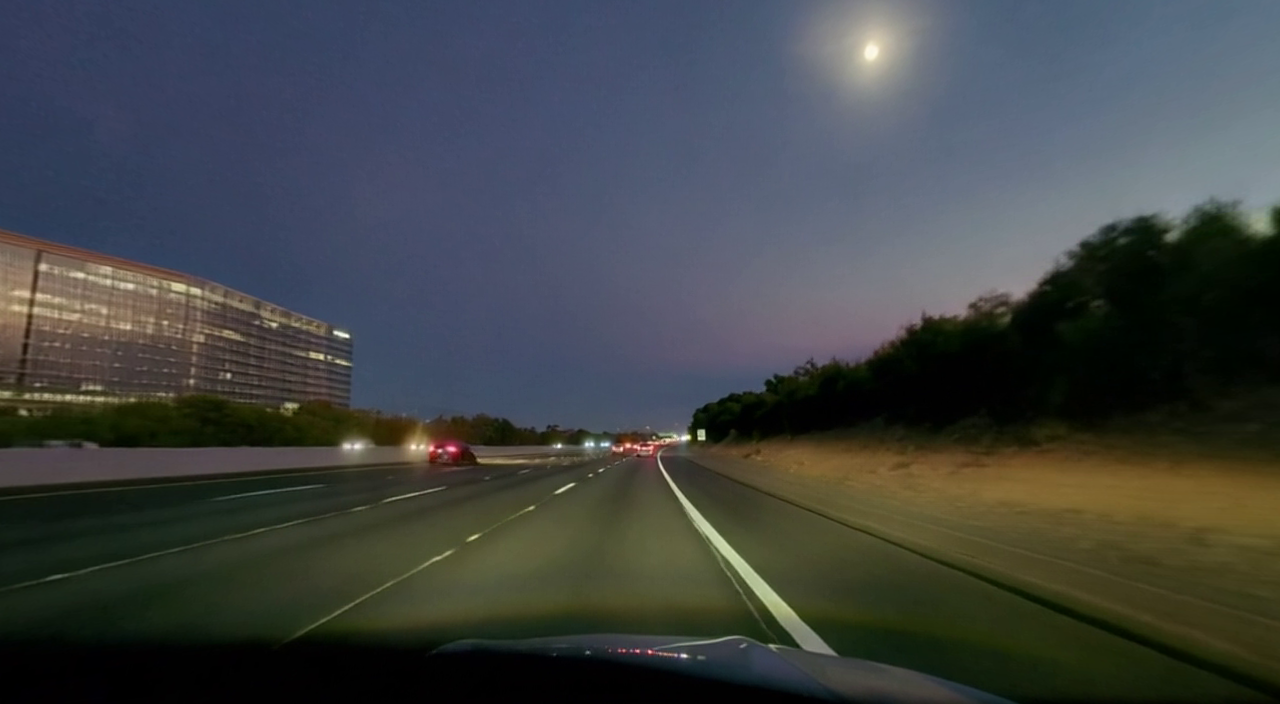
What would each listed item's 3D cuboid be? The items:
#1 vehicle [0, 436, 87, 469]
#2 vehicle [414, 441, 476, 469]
[{"bbox_3d":[-30.908,5.064,31.986,1.799,1.549,4.250,0,-8,2],"label":"vehicle"},{"bbox_3d":[-10.669,5.645,34.948,1.914,1.440,4.467,0,-8,1],"label":"vehicle"}]
